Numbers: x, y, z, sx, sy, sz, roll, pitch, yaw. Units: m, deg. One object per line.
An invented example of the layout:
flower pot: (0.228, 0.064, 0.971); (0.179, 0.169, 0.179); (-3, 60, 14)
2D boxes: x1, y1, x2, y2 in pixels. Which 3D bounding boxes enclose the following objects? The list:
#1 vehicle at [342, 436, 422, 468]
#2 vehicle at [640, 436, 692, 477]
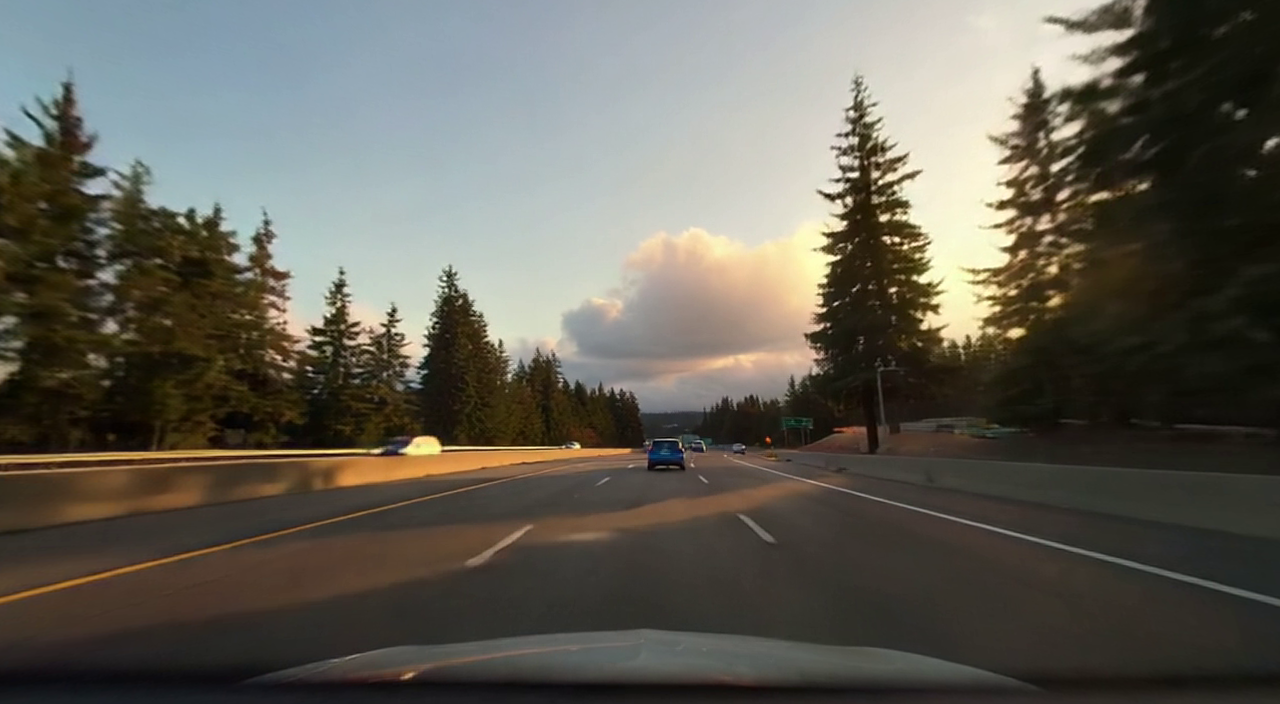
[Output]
vehicle: (-13.298, 5.166, 32.711); (1.946, 1.520, 4.707); (-1, -8, 3)
vehicle: (1.183, 4.613, 27.948); (2.133, 1.686, 4.203); (-1, -8, 3)
